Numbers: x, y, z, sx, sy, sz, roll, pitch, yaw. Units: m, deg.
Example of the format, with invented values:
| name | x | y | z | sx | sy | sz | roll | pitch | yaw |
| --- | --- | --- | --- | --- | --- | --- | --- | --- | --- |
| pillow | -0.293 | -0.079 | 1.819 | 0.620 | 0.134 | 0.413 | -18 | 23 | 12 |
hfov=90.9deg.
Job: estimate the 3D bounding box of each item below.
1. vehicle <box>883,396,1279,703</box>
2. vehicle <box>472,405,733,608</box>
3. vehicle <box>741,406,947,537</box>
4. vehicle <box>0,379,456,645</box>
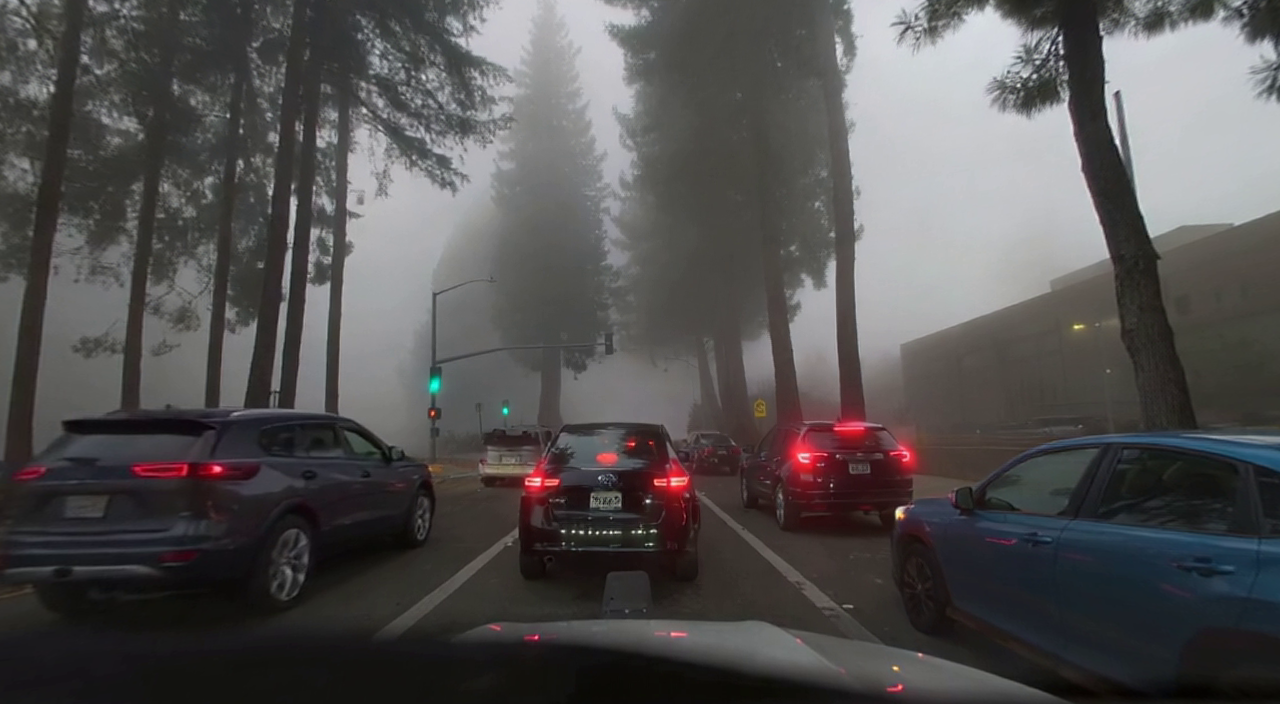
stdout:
| name | x | y | z | sx | sy | sz | roll | pitch | yaw |
| --- | --- | --- | --- | --- | --- | --- | --- | --- | --- |
| vehicle | 3.250 | 1.068 | 3.393 | 2.045 | 1.459 | 4.462 | 0 | -8 | -1 |
| vehicle | -0.353 | 1.585 | 7.427 | 2.114 | 1.631 | 4.459 | 0 | -8 | -1 |
| vehicle | 3.340 | 2.085 | 11.539 | 2.117 | 1.879 | 4.715 | 0 | -8 | -1 |
| vehicle | -3.750 | 1.386 | 6.566 | 2.141 | 1.718 | 4.809 | 0 | -8 | 1 |
